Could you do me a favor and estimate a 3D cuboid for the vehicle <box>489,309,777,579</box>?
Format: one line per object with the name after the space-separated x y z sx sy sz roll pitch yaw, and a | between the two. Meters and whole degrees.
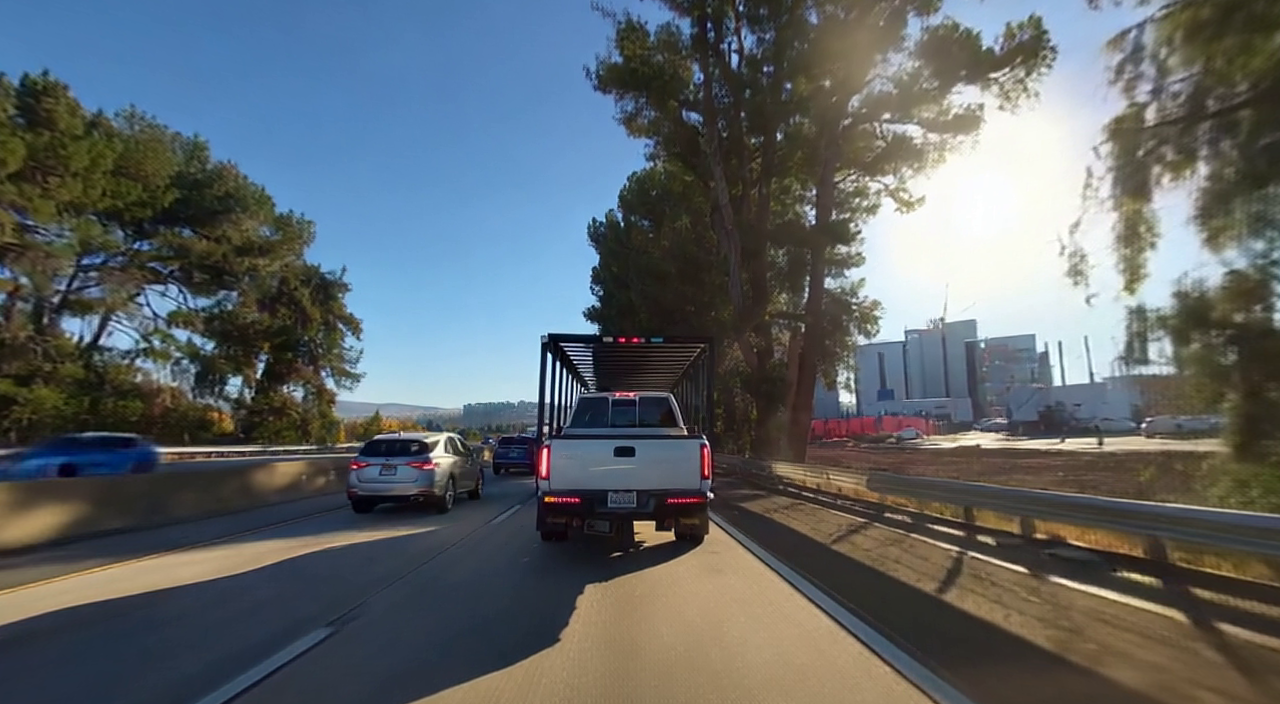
-0.266 1.643 11.363 2.735 2.597 10.435 0 -9 -2 | vehicle

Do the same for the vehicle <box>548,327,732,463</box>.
-0.114 0.850 9.821 2.156 1.604 4.680 0 -9 -3 | vehicle

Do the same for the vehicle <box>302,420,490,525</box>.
-4.465 2.280 12.506 2.057 1.665 4.572 0 -9 -2 | vehicle
